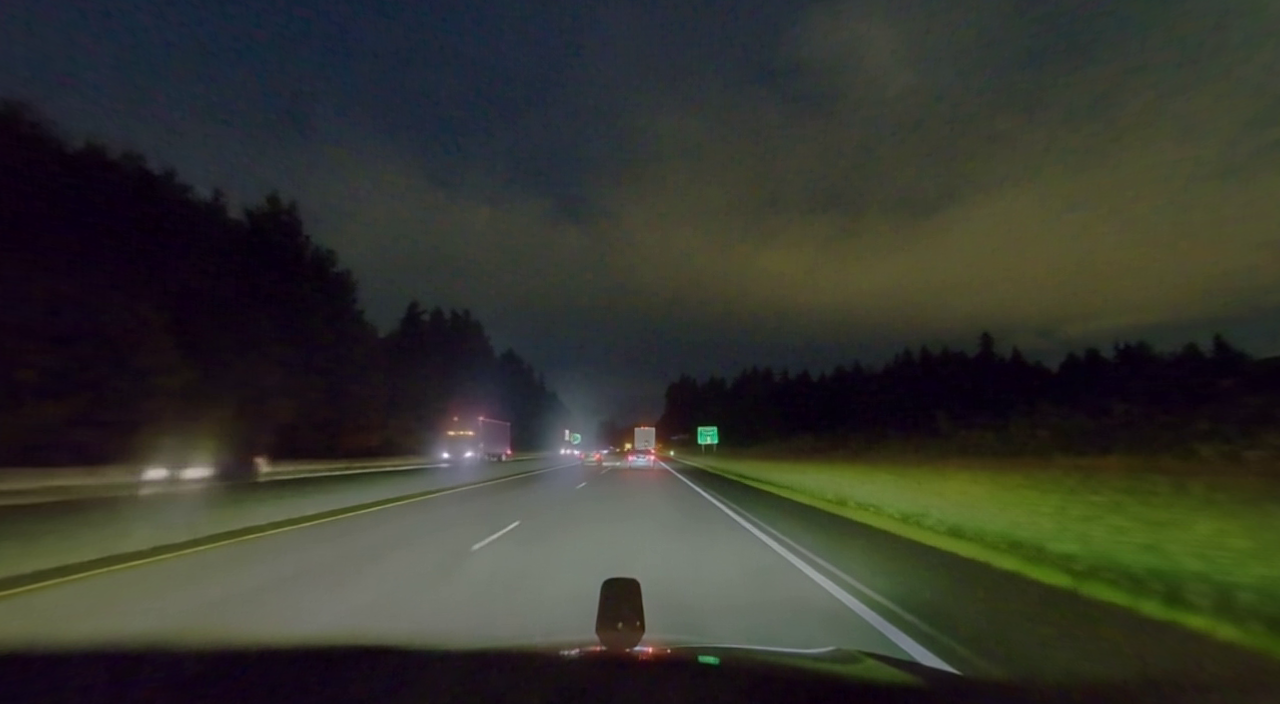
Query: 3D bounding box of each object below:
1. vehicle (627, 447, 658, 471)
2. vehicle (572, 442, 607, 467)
[{"bbox_3d":[0.150,6.714,39.686,1.853,1.436,3.438,0,-9,0],"label":"vehicle"},{"bbox_3d":[-3.644,7.533,46.268,2.097,1.722,4.808,0,-9,1],"label":"vehicle"}]
